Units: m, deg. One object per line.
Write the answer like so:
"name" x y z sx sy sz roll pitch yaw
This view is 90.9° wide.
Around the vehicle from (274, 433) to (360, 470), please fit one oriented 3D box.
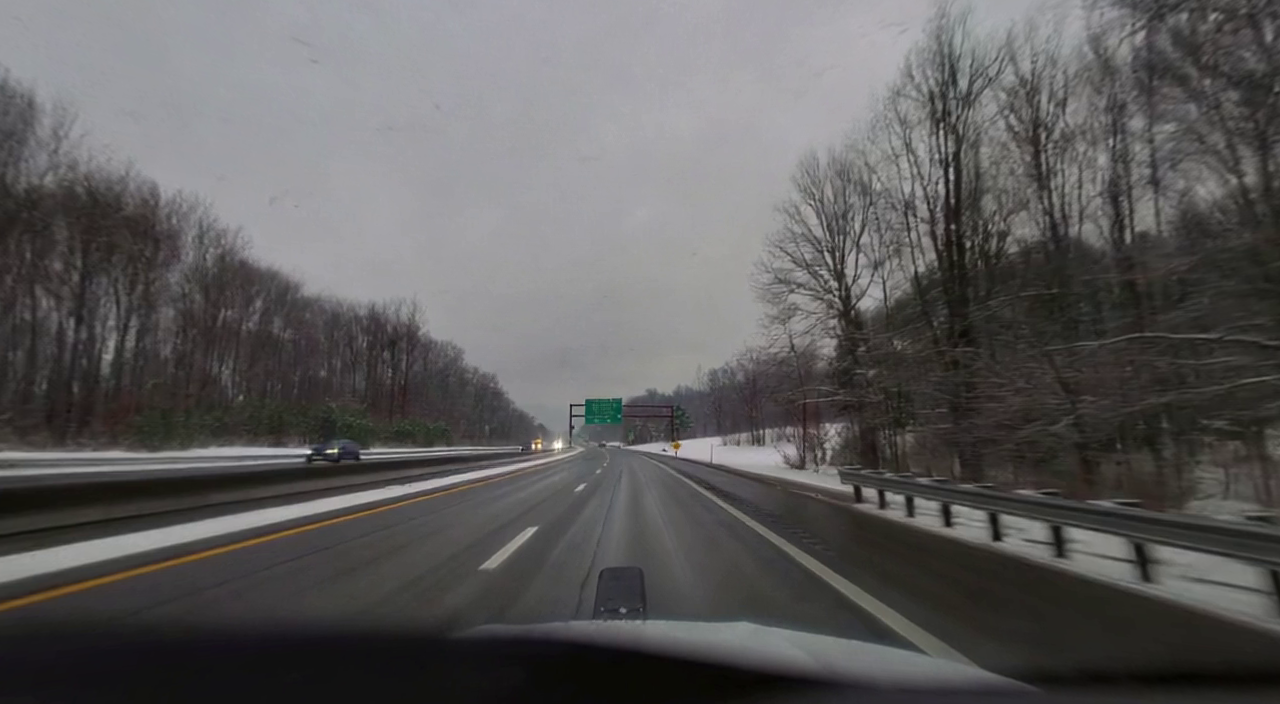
"vehicle" -15.396 4.780 30.309 1.981 1.602 4.219 0 -9 -1
